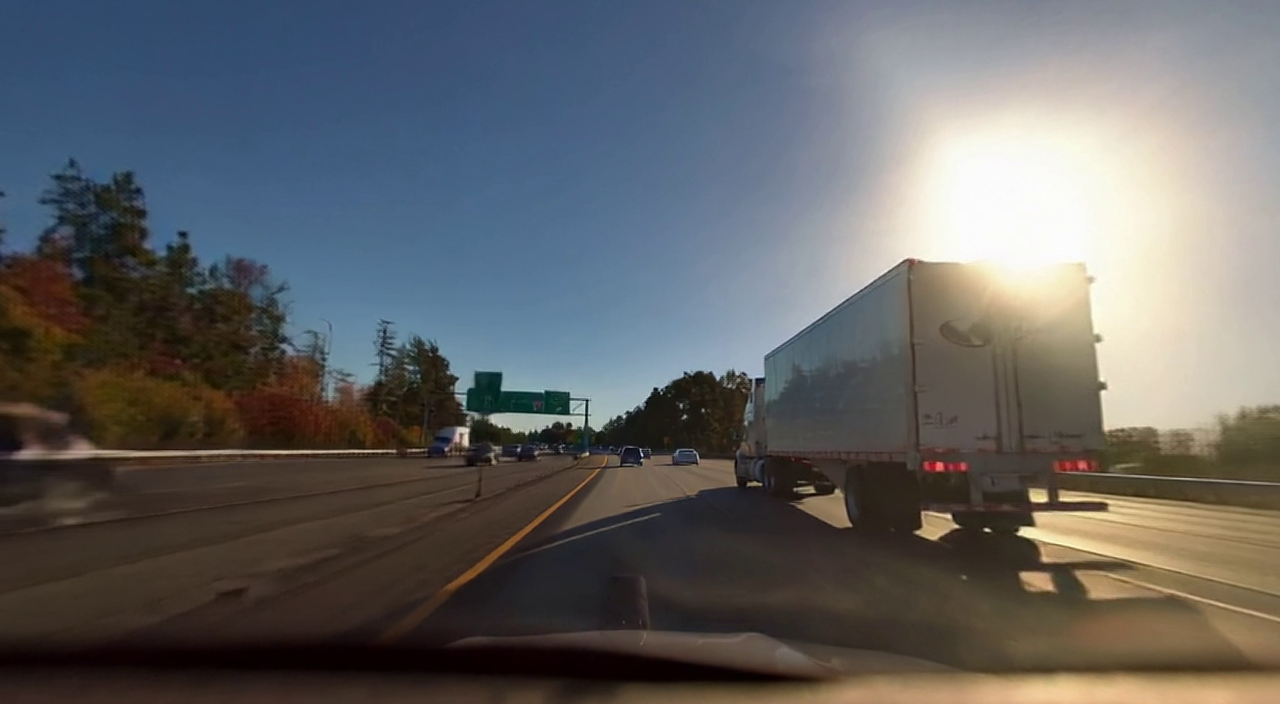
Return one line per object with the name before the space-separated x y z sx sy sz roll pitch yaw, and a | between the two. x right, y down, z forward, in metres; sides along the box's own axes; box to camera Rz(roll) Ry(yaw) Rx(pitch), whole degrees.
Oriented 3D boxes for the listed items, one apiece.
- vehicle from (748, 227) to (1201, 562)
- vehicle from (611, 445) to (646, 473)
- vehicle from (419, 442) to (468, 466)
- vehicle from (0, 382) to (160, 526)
vehicle | 5.078 1.514 14.487 2.890 4.006 14.039 0 -9 1
vehicle | -0.723 6.698 39.585 2.111 1.599 3.859 0 -9 -1
vehicle | -12.337 6.449 39.842 1.786 1.451 4.104 0 -9 -1
vehicle | -7.904 1.130 6.942 2.029 1.527 4.006 0 -9 0
